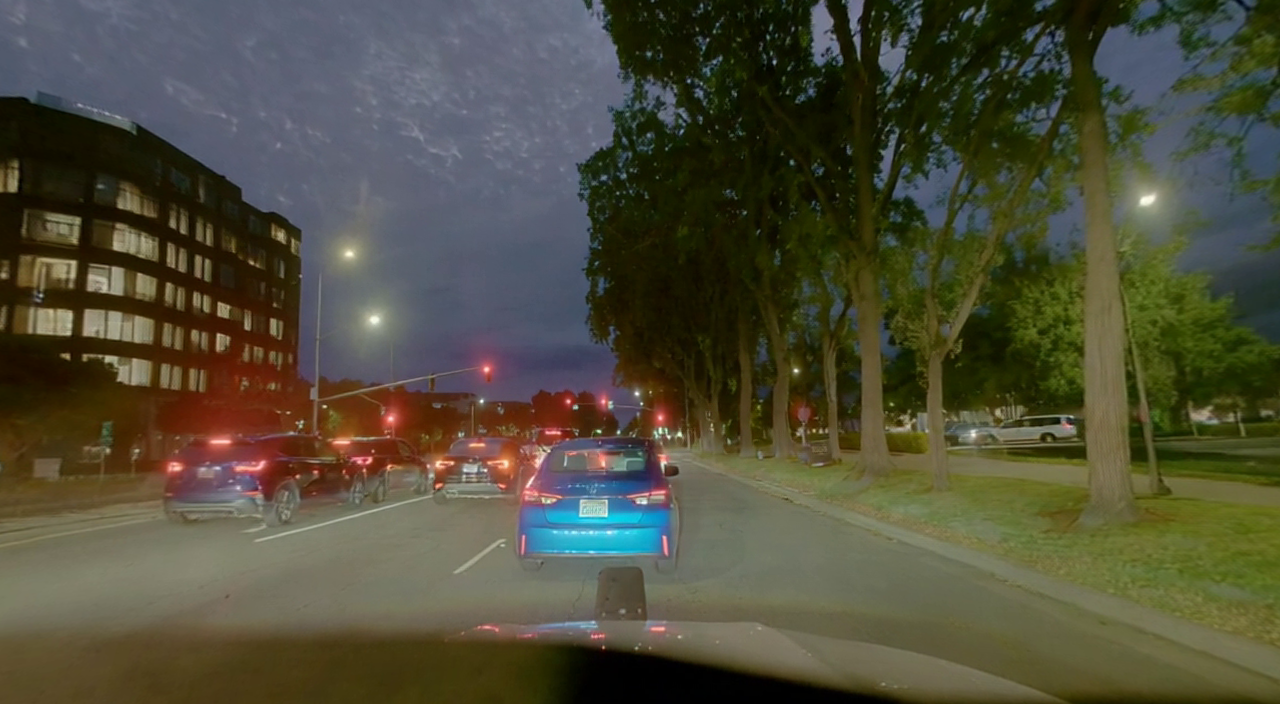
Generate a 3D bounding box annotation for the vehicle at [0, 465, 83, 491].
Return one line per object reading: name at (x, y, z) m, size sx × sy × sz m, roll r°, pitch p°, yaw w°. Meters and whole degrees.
vehicle at (-36.626, 7.602, 38.170) m, size 4.093 × 1.440 × 1.804 m, roll 0°, pitch -9°, yaw -1°

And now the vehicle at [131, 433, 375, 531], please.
vehicle at (-7.270, 2.463, 12.560) m, size 2.096 × 1.593 × 4.288 m, roll 0°, pitch -9°, yaw 0°

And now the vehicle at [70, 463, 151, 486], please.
vehicle at (-36.383, 8.414, 43.488) m, size 3.918 × 1.423 × 1.861 m, roll 0°, pitch -9°, yaw 1°

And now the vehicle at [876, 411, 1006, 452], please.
vehicle at (13.921, 3.738, 29.438) m, size 4.975 × 1.809 × 1.956 m, roll 0°, pitch -9°, yaw 1°

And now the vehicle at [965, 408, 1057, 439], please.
vehicle at (26.583, 5.151, 45.358) m, size 5.333 × 1.880 × 2.130 m, roll -8°, pitch -10°, yaw 35°

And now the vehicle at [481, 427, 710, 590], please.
vehicle at (-0.410, 1.744, 7.849) m, size 2.104 × 1.472 × 3.946 m, roll 0°, pitch -9°, yaw 0°
